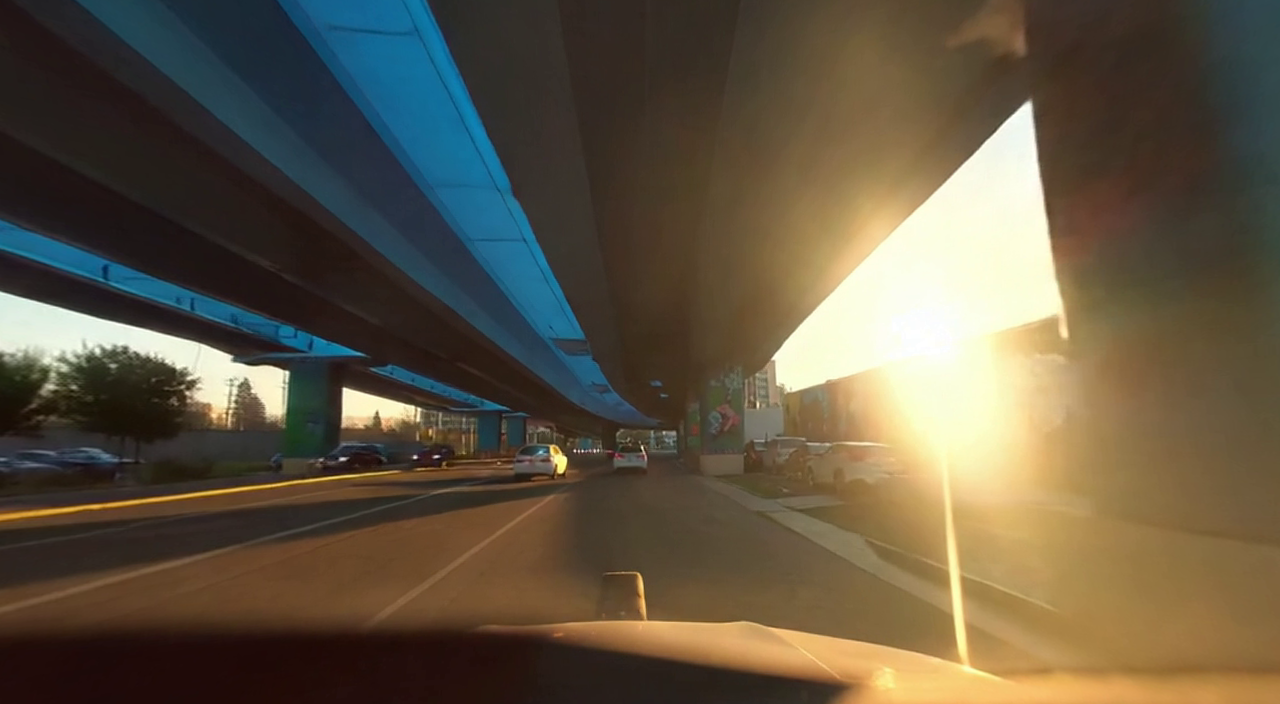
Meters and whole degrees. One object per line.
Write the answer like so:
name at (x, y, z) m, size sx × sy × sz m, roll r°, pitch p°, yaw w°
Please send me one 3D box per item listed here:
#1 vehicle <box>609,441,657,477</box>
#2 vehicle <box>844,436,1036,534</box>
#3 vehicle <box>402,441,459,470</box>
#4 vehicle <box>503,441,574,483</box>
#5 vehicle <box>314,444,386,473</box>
vehicle at (-0.329, 5.087, 30.352) m, size 2.155 × 1.571 × 3.734 m, roll 1°, pitch -8°, yaw 0°
vehicle at (5.805, 2.594, 12.881) m, size 2.023 × 1.627 × 3.971 m, roll 1°, pitch -9°, yaw 1°
vehicle at (-13.878, 6.866, 42.137) m, size 2.069 × 1.728 × 4.567 m, roll 0°, pitch -8°, yaw 2°
vehicle at (-4.003, 4.412, 25.722) m, size 2.024 × 1.533 × 4.549 m, roll 0°, pitch -8°, yaw 2°
vehicle at (-17.397, 6.383, 38.168) m, size 2.056 × 1.643 × 4.362 m, roll 0°, pitch -8°, yaw 3°
